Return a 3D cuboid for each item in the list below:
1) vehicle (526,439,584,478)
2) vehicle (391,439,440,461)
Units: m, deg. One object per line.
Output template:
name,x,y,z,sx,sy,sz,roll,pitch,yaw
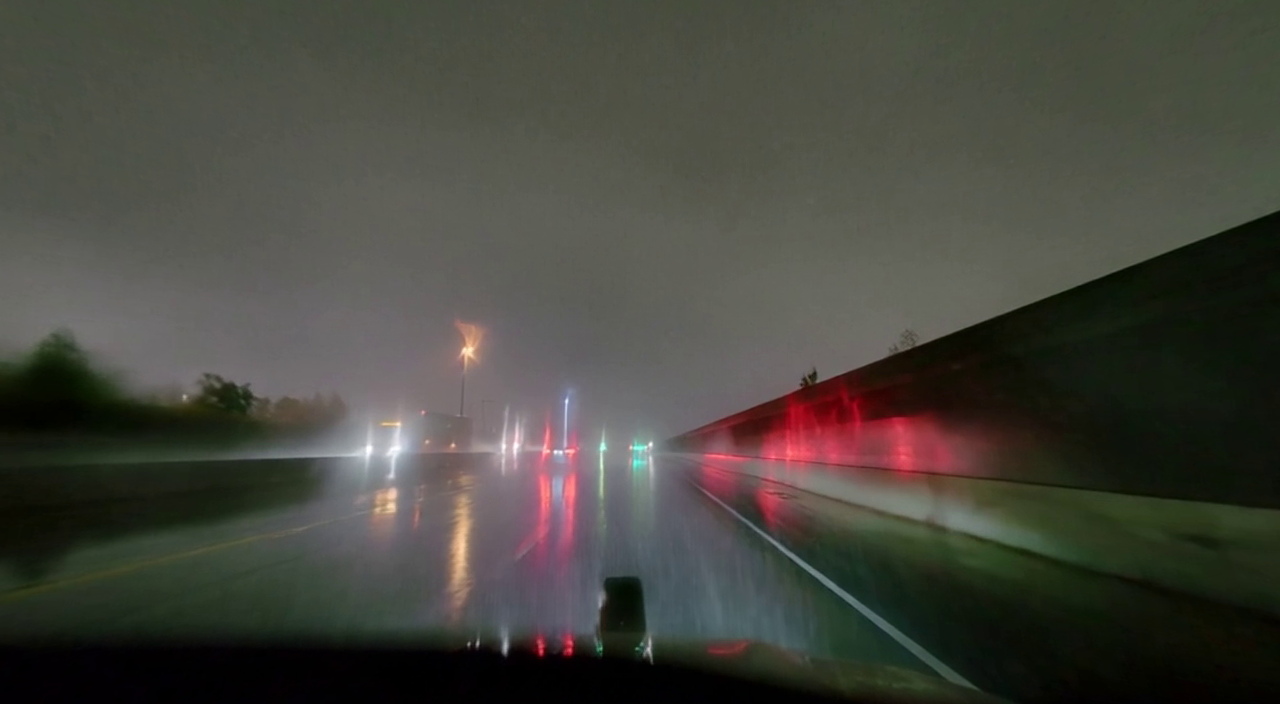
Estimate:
vehicle,-3.894,4.970,29.644,2.133,1.683,4.340,1,-9,0
vehicle,-17.154,7.517,48.264,2.064,1.556,4.548,1,-9,0
